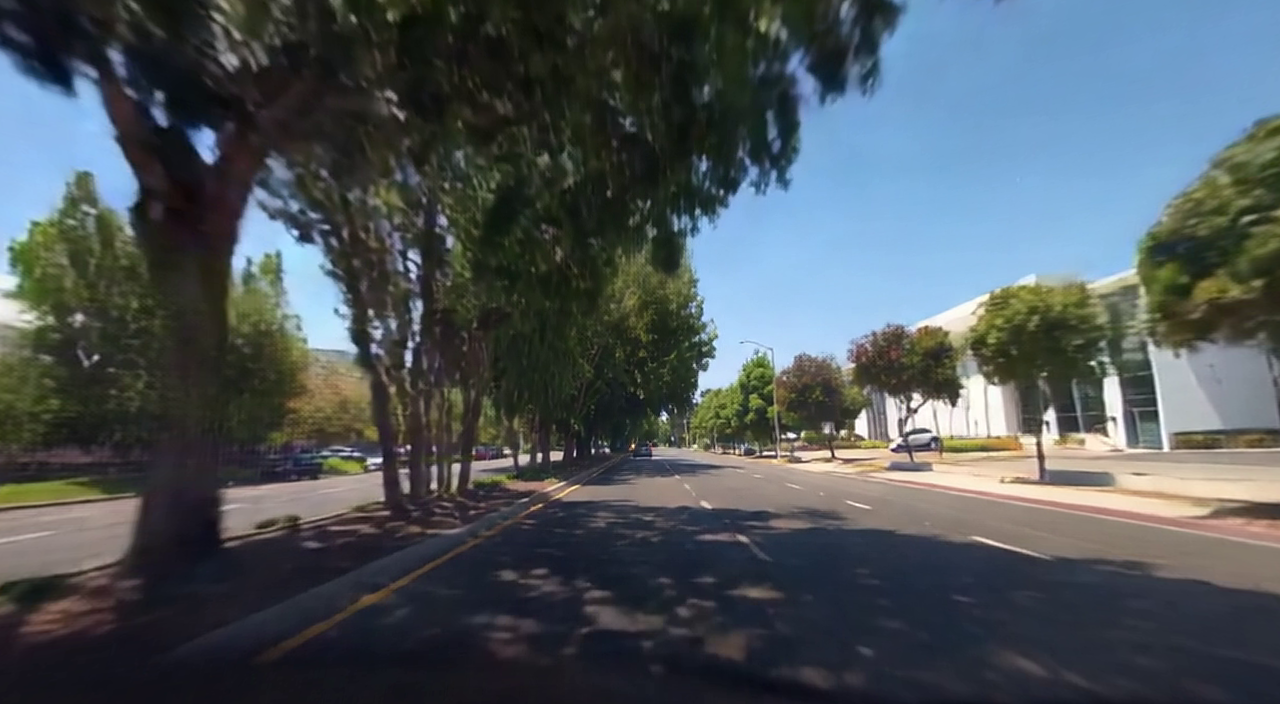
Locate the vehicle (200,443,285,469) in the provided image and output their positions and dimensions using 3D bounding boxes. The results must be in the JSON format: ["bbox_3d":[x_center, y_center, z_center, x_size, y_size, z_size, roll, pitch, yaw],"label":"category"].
[{"bbox_3d":[-26.339,6.917,41.889,4.314,1.680,1.822,1,-8,-3],"label":"vehicle"}]

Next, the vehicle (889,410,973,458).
[{"bbox_3d":[22.127,6.351,48.416,3.006,3.375,6.598,0,-8,-2],"label":"vehicle"}]

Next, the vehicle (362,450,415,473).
[{"bbox_3d":[-18.799,8.171,47.362,1.814,1.577,5.024,0,-8,1],"label":"vehicle"}]

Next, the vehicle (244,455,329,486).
[{"bbox_3d":[-18.725,6.283,33.671,1.806,1.454,4.599,0,-8,1],"label":"vehicle"}]
